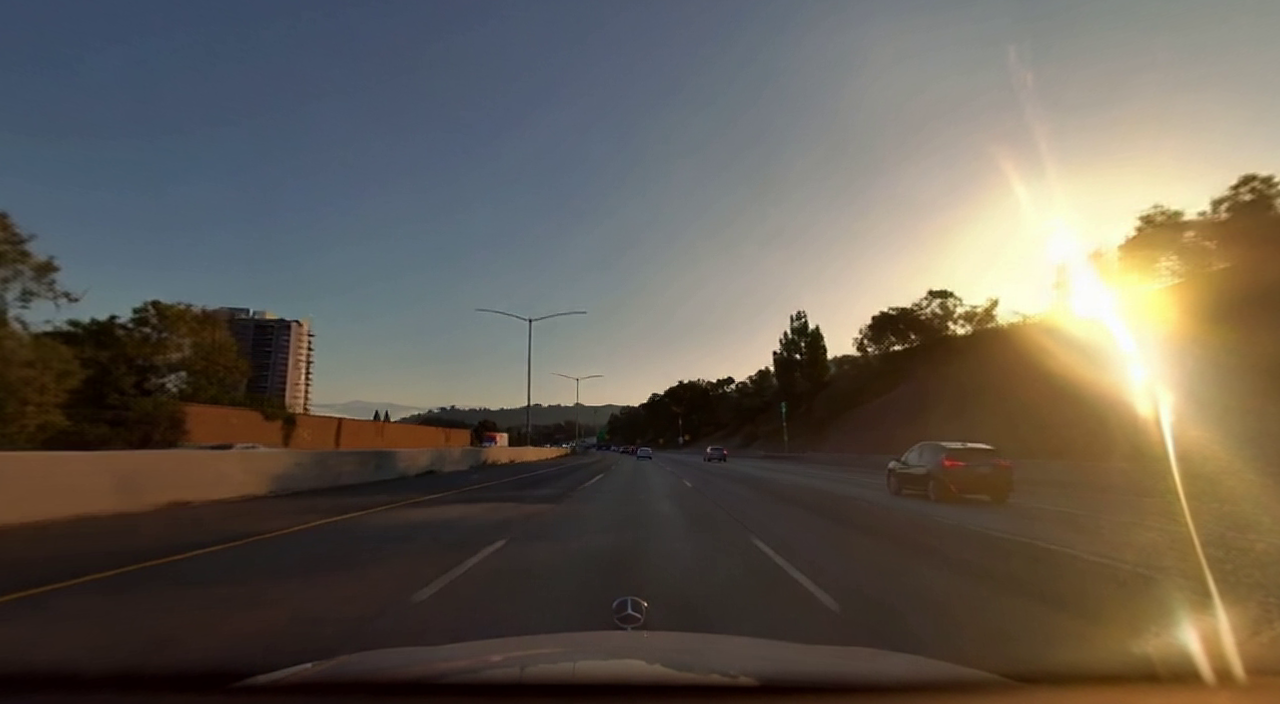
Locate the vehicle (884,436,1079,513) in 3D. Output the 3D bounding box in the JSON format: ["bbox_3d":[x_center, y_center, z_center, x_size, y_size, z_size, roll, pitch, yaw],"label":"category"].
[{"bbox_3d":[7.837,2.832,15.142,2.031,1.524,4.657,0,-8,-1],"label":"vehicle"}]

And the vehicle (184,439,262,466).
[{"bbox_3d":[-28.995,6.976,44.011,1.999,1.727,4.986,0,-8,0],"label":"vehicle"}]
